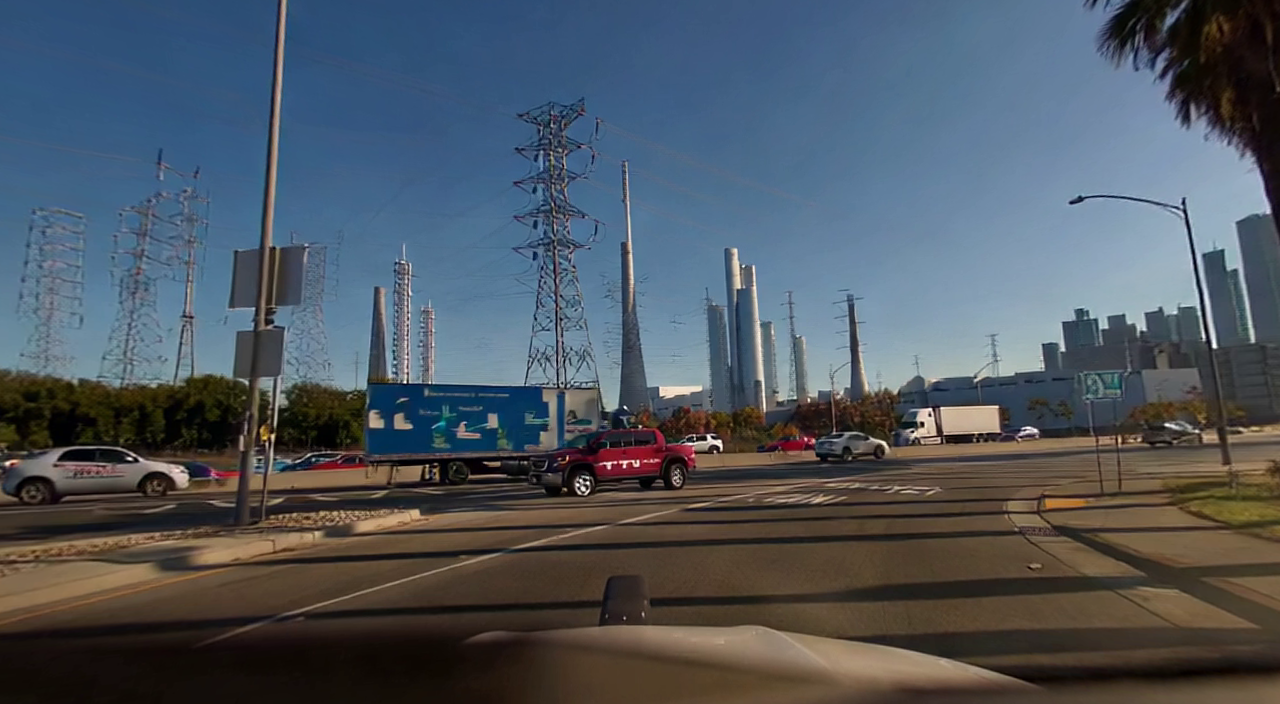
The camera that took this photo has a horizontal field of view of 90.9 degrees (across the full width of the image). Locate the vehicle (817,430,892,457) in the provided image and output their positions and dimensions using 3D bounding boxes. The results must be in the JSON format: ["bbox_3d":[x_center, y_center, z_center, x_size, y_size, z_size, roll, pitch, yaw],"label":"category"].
[{"bbox_3d":[13.448,5.750,39.466,4.234,1.589,1.923,4,-10,-26],"label":"vehicle"}]

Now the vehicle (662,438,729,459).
[{"bbox_3d":[3.945,6.806,44.489,4.419,1.451,1.792,4,-11,-28],"label":"vehicle"}]

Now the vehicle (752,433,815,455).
[{"bbox_3d":[11.010,7.053,48.395,4.532,1.567,1.847,4,-10,-26],"label":"vehicle"}]

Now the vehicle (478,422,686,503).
[{"bbox_3d":[-1.456,2.902,16.916,5.132,1.848,2.101,6,-10,-34],"label":"vehicle"}]

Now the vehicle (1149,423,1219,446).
[{"bbox_3d":[38.744,5.898,44.905,4.543,1.586,1.983,4,-9,-25],"label":"vehicle"}]

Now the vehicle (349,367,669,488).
[{"bbox_3d":[-4.675,2.975,24.279,11.567,3.933,2.903,4,-9,-26],"label":"vehicle"}]

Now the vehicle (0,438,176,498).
[{"bbox_3d":[-20.388,4.064,22.361,5.866,1.950,2.266,4,-9,-24],"label":"vehicle"}]
